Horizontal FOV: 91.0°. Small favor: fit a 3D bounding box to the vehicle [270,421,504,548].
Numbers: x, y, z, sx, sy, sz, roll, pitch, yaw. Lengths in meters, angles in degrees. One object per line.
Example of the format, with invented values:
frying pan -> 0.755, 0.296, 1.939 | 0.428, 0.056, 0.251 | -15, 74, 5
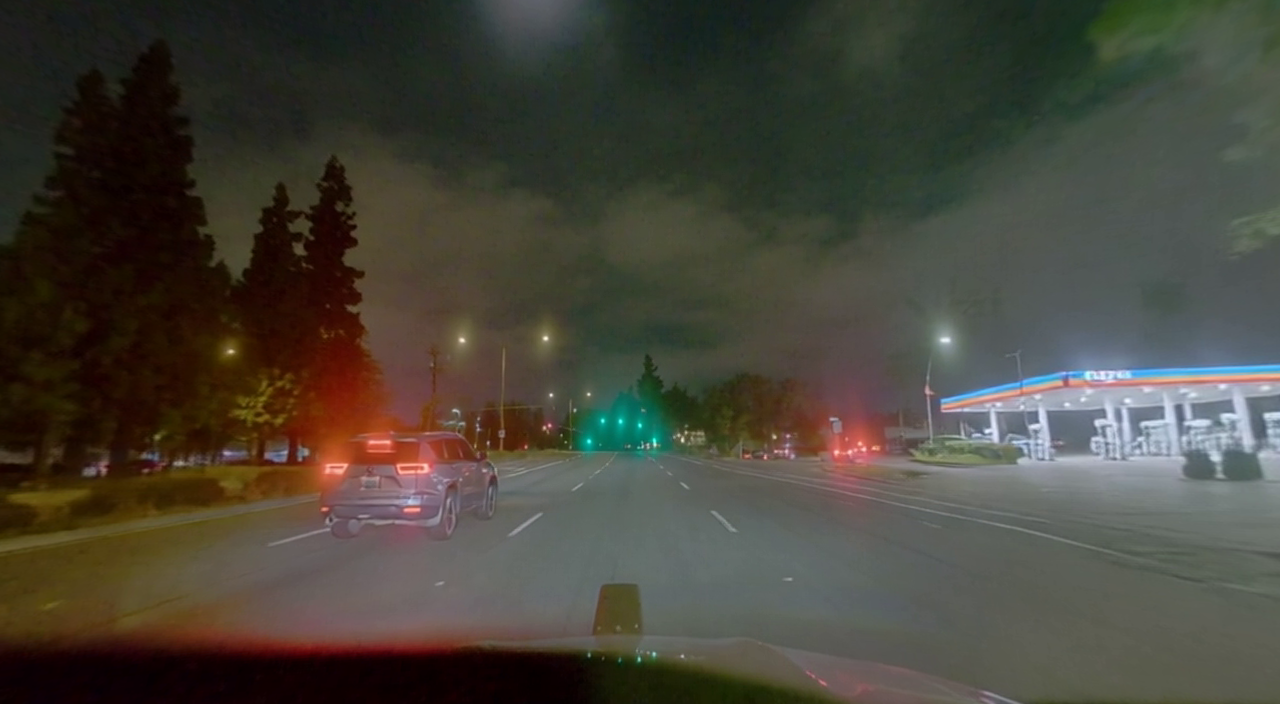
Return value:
vehicle -> -3.848, 2.099, 10.693 | 2.039, 1.656, 4.710 | 0, -9, -1
